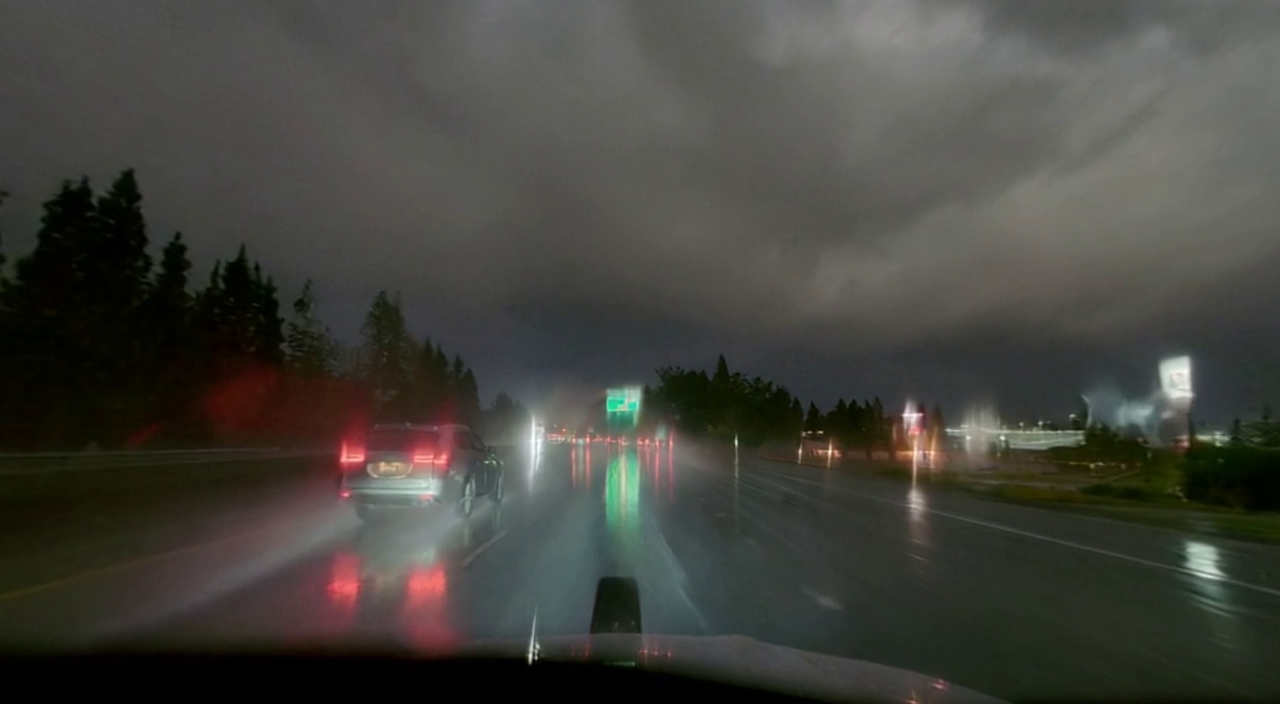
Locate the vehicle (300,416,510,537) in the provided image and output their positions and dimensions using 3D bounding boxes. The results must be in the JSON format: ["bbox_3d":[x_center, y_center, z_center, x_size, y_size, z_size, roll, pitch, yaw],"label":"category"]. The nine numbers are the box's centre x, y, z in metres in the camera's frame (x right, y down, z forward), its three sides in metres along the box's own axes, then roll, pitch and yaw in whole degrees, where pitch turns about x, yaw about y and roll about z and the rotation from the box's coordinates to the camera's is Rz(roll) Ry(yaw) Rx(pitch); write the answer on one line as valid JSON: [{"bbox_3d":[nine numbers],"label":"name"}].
[{"bbox_3d":[-3.738,2.052,10.994,2.074,1.652,4.273,0,-8,-1],"label":"vehicle"}]
